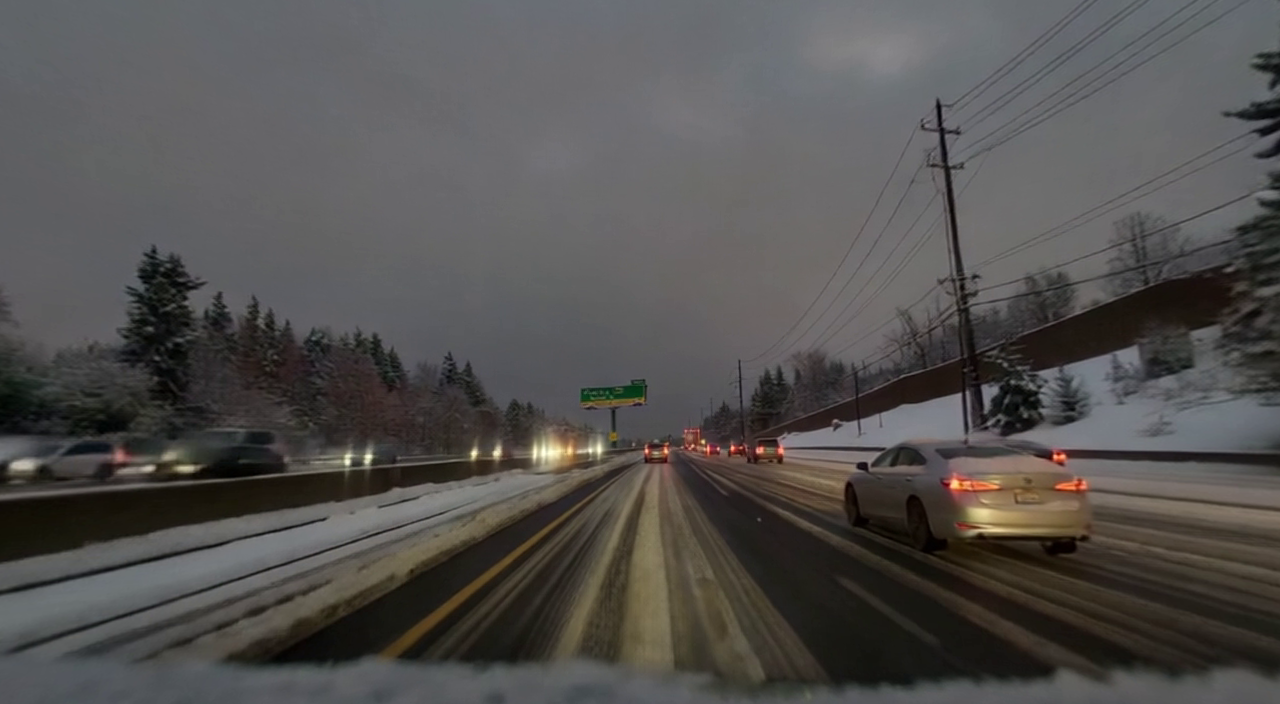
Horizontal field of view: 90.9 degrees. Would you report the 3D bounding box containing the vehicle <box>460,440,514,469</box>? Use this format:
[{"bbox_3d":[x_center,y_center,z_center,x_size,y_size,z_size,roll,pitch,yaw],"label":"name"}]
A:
[{"bbox_3d":[-9.366,6.301,39.025,1.984,1.635,4.525,0,-8,3],"label":"vehicle"}]

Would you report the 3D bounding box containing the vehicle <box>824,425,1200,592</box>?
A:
[{"bbox_3d":[3.975,1.726,7.901,1.986,1.478,4.429,0,-8,0],"label":"vehicle"}]

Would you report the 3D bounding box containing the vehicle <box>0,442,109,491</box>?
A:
[{"bbox_3d":[-20.911,3.831,21.417,1.856,1.503,4.367,0,-8,1],"label":"vehicle"}]

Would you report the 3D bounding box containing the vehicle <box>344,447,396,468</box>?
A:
[{"bbox_3d":[-20.201,7.906,47.334,1.839,1.459,4.244,0,-8,2],"label":"vehicle"}]

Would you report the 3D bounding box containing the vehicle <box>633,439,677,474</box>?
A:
[{"bbox_3d":[0.742,5.178,31.473,2.042,1.581,3.769,0,-8,1],"label":"vehicle"}]

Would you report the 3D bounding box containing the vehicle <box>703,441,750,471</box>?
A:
[{"bbox_3d":[4.468,5.431,33.049,1.936,1.465,4.060,0,-8,1],"label":"vehicle"}]

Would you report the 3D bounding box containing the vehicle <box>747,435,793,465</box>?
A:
[{"bbox_3d":[8.338,6.313,40.836,2.041,1.821,4.562,0,-8,1],"label":"vehicle"}]

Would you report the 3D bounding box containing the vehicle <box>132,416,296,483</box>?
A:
[{"bbox_3d":[-17.035,3.953,25.779,2.354,2.415,5.937,0,-8,2],"label":"vehicle"}]
